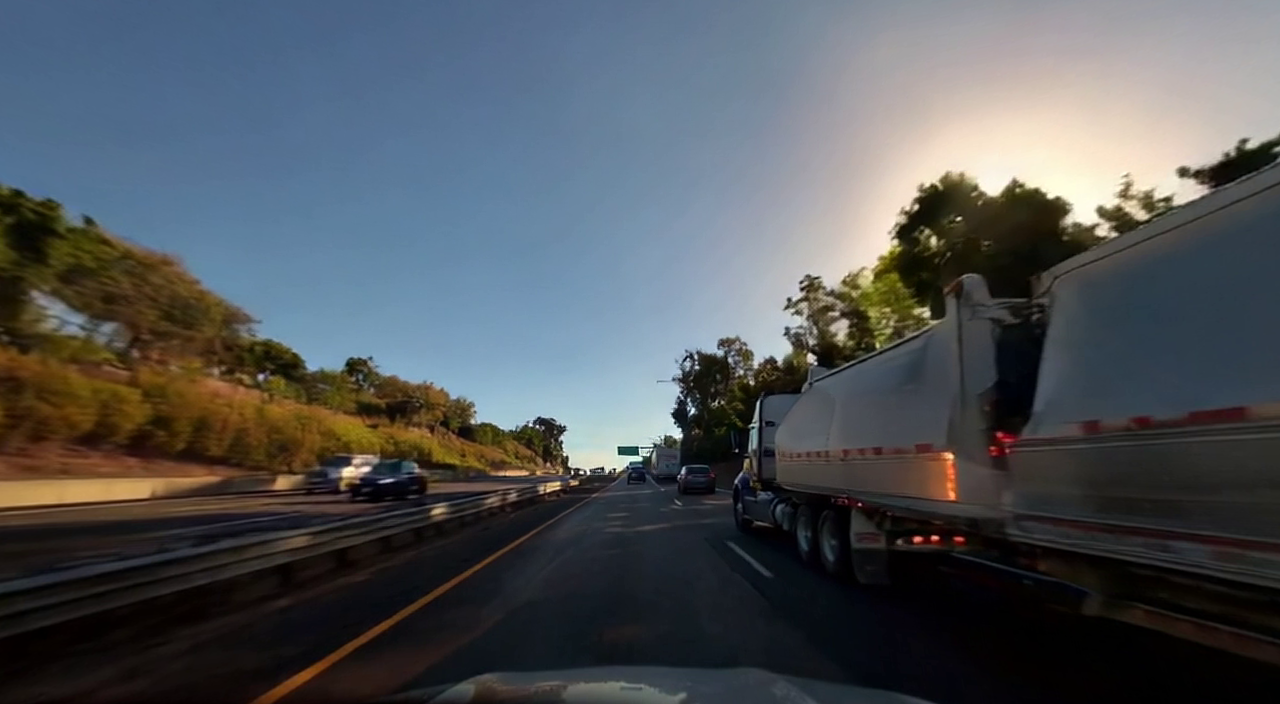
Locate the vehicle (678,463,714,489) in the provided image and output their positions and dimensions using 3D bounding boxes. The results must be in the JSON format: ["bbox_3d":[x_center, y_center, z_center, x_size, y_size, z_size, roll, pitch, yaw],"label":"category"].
[{"bbox_3d":[3.906,8.752,44.580,2.018,1.674,4.029,1,-10,-2],"label":"vehicle"}]

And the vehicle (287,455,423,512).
[{"bbox_3d":[-9.200,4.290,20.869,2.342,1.619,4.480,1,-10,0],"label":"vehicle"}]

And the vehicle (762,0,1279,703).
[{"bbox_3d":[3.653,0.096,3.997,2.863,4.088,14.040,1,-10,0],"label":"vehicle"}]
